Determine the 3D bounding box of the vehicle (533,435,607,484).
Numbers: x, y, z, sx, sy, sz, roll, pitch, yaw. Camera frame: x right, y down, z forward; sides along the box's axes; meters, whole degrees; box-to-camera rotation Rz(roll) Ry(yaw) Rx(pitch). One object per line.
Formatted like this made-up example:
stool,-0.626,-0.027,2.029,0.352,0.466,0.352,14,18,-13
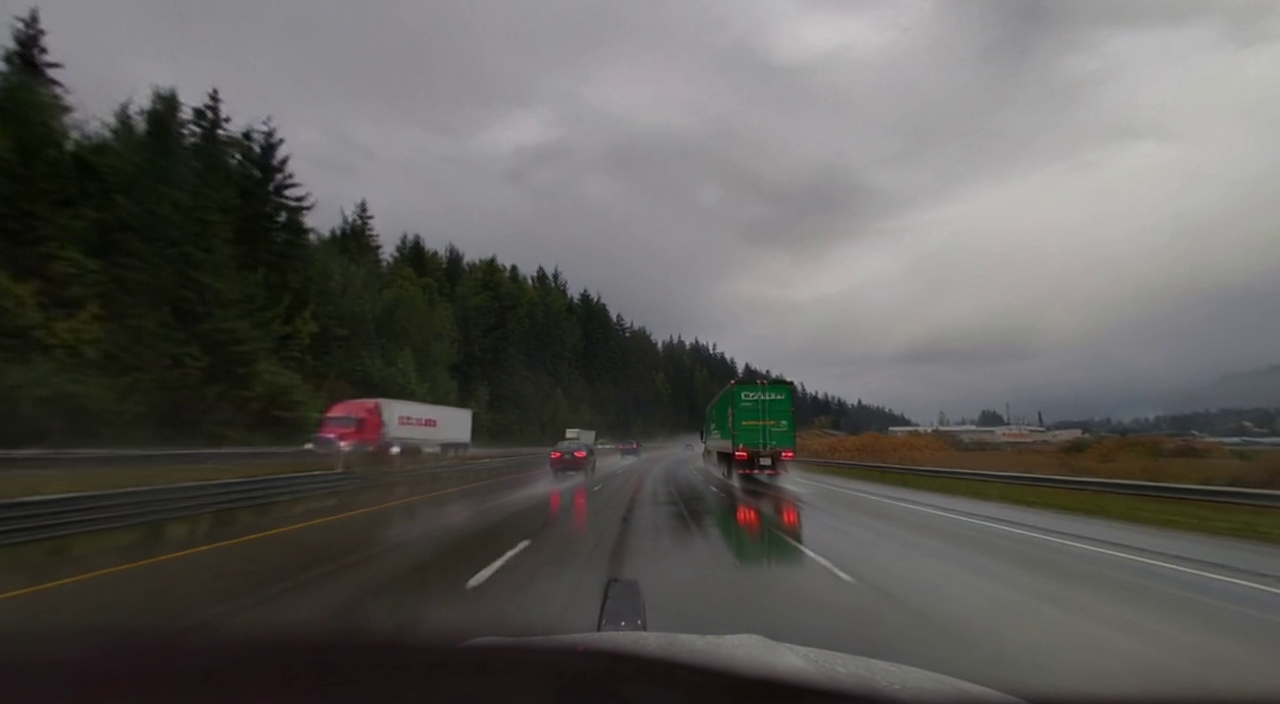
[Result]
vehicle,-2.621,4.158,24.644,2.205,1.728,4.397,0,-9,2

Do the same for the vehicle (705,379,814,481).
vehicle,5.418,4.113,31.807,3.057,3.993,13.914,0,-9,1

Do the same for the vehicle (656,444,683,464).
vehicle,2.334,7.947,49.194,1.990,1.537,3.725,-1,-9,3

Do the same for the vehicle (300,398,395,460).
vehicle,-19.501,5.276,42.455,3.086,3.842,5.980,-1,-9,4
